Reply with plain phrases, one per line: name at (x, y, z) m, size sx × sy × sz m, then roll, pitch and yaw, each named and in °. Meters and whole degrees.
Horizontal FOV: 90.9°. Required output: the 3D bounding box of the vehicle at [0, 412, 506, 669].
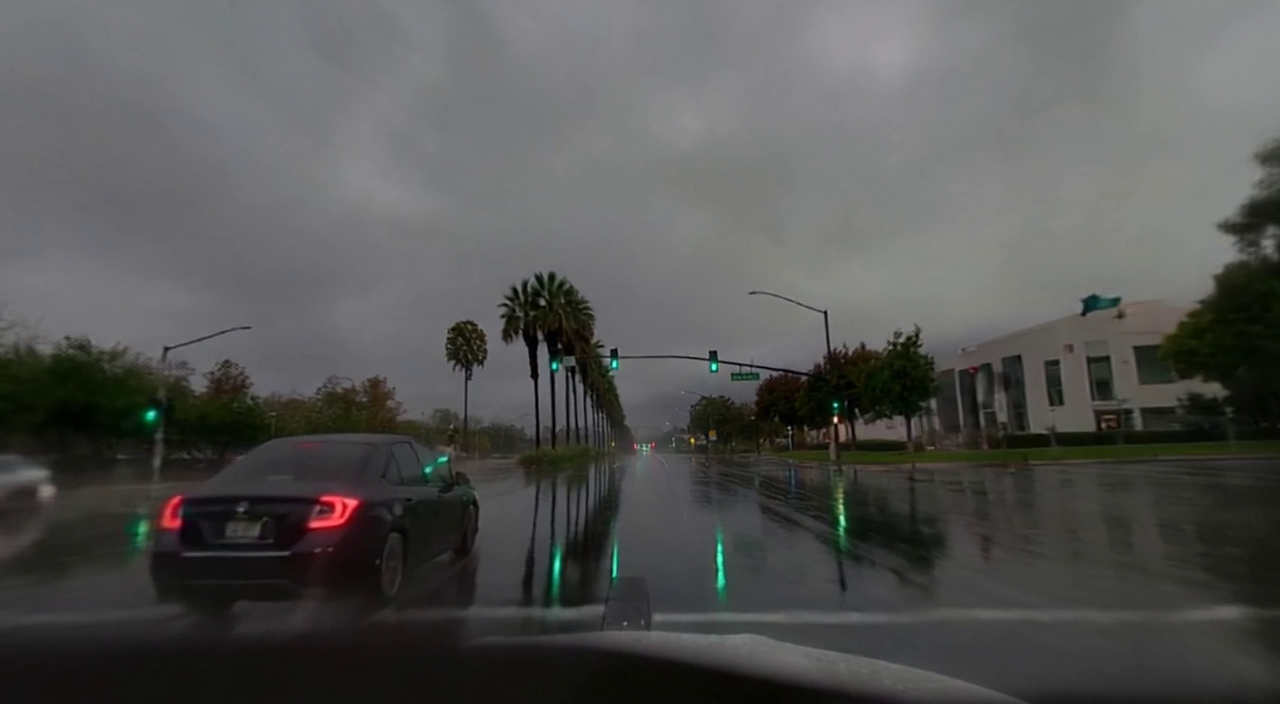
vehicle at (-3.014, 1.504, 6.322) m, size 2.162 × 1.549 × 4.795 m, roll 0°, pitch -8°, yaw 1°
